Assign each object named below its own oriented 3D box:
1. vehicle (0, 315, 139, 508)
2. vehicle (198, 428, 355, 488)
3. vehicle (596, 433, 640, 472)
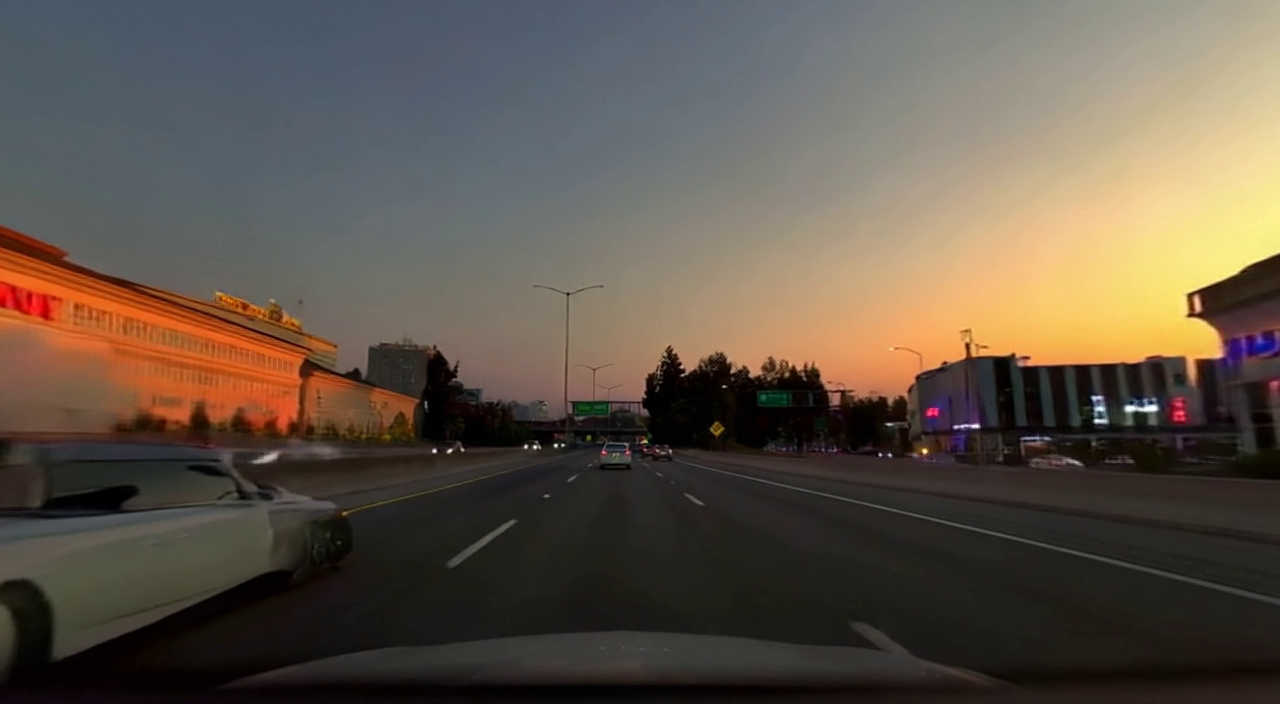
[{"bbox_3d":[-15.309,0.629,9.256,2.879,4.182,16.554,0,-8,-2],"label":"vehicle"},{"bbox_3d":[-11.390,3.368,20.352,2.084,1.683,5.021,0,-8,0],"label":"vehicle"},{"bbox_3d":[-1.138,5.281,33.306,2.155,1.856,4.796,0,-8,-1],"label":"vehicle"}]
